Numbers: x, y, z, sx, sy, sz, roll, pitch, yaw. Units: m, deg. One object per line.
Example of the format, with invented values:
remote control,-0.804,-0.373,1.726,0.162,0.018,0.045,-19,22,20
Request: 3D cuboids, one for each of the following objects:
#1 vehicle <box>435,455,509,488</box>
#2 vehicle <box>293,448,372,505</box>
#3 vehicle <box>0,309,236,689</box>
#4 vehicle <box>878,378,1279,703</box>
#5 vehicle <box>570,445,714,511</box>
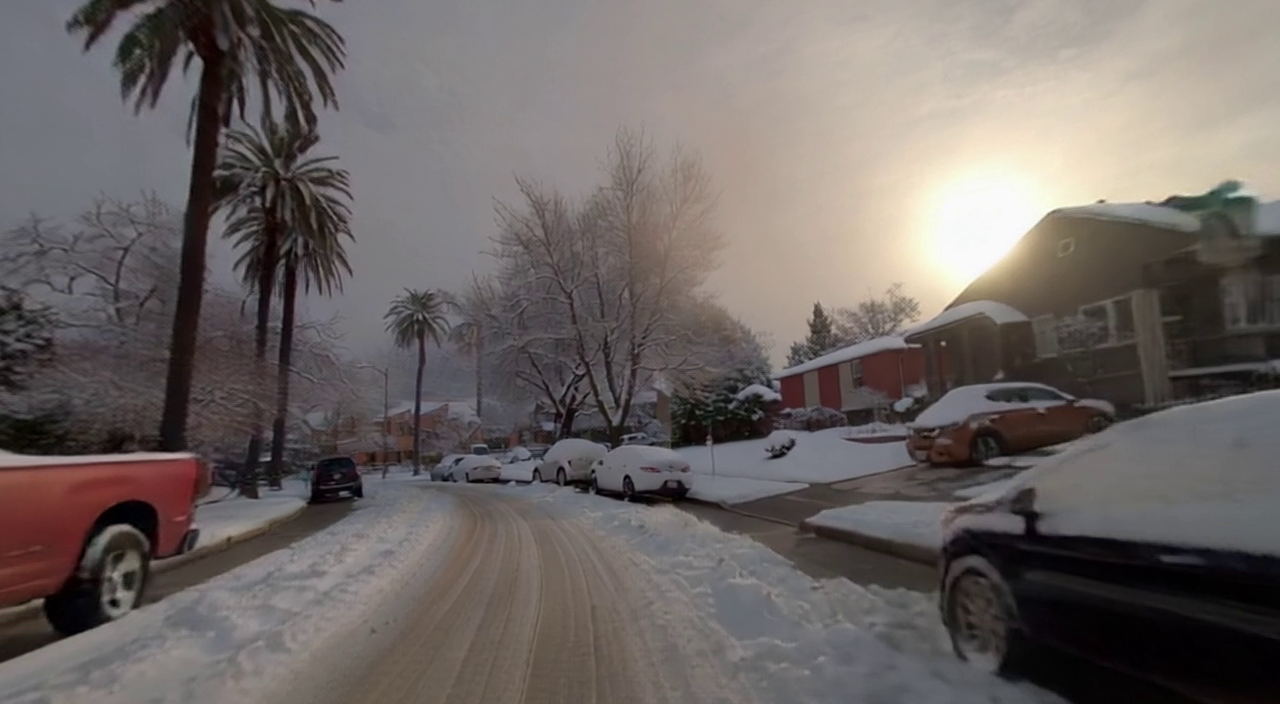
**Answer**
vehicle,-8.963,6.282,33.400,2.006,1.484,4.768,7,-11,-38
vehicle,-12.120,4.808,24.636,2.026,1.816,4.532,1,-9,-36
vehicle,-5.014,0.919,3.277,2.337,2.289,6.092,-7,-8,-7
vehicle,2.872,0.908,2.327,1.927,1.522,4.728,0,-8,-3
vehicle,-0.152,3.295,17.197,2.108,1.503,4.977,3,-9,-23
